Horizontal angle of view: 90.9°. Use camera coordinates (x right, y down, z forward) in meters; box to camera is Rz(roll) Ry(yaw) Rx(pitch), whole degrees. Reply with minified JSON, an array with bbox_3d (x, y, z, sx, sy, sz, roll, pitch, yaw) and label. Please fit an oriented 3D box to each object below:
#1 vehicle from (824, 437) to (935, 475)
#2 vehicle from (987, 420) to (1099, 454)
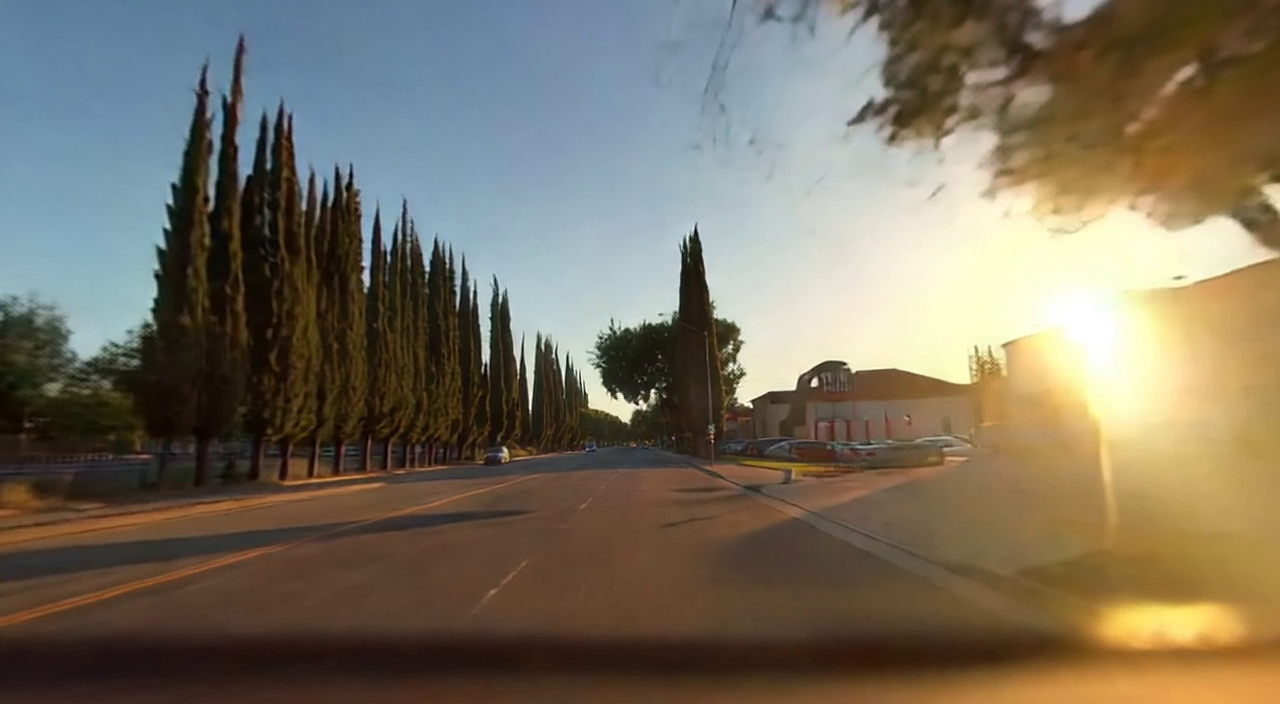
[{"bbox_3d":[11.156,4.893,29.621,4.361,1.462,1.857,-4,-9,1],"label":"vehicle"},{"bbox_3d":[22.720,4.785,35.665,4.759,1.564,2.117,-3,-7,0],"label":"vehicle"}]
